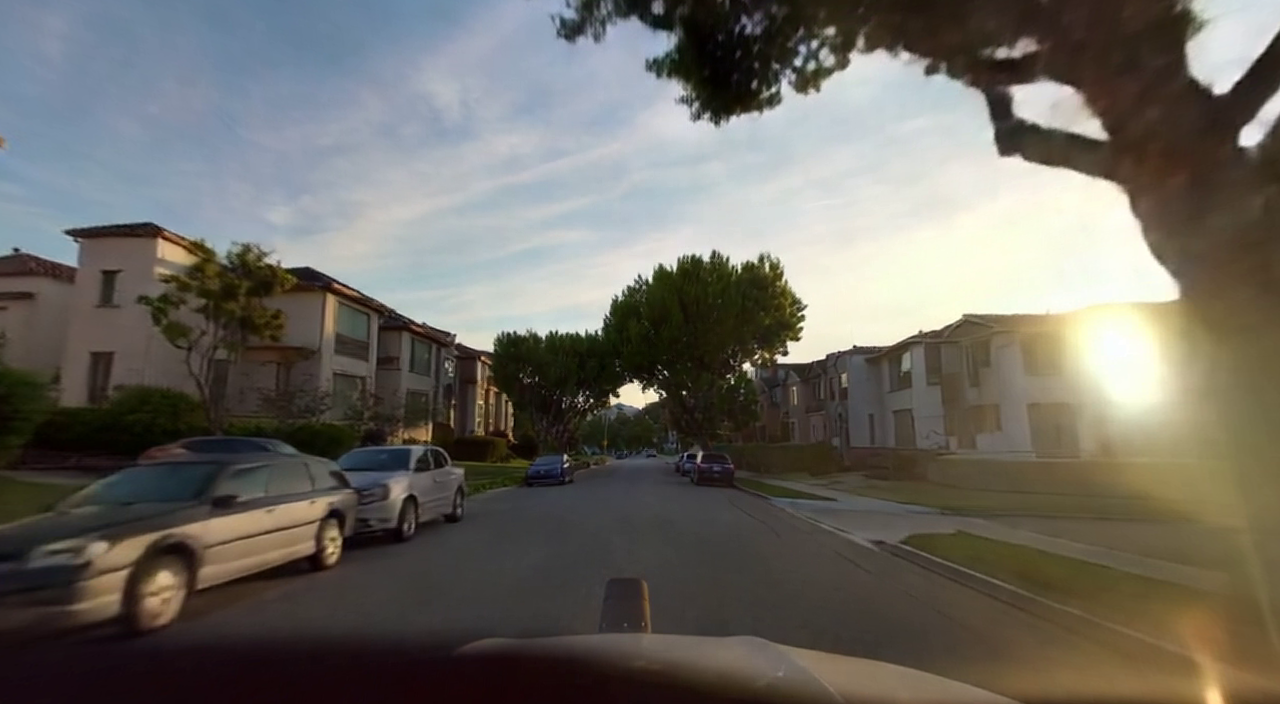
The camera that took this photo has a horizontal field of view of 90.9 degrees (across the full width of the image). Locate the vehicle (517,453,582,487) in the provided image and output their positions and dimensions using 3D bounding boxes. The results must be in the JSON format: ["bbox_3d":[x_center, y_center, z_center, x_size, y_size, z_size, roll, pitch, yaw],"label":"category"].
[{"bbox_3d":[-3.823,5.091,27.464,1.995,1.330,4.080,0,-9,4],"label":"vehicle"}]

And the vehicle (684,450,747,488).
[{"bbox_3d":[3.127,5.003,27.270,2.000,1.456,5.251,0,-9,-1],"label":"vehicle"}]

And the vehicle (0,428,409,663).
[{"bbox_3d":[-4.317,1.642,6.445,2.086,1.493,4.582,-1,-9,1],"label":"vehicle"}]
